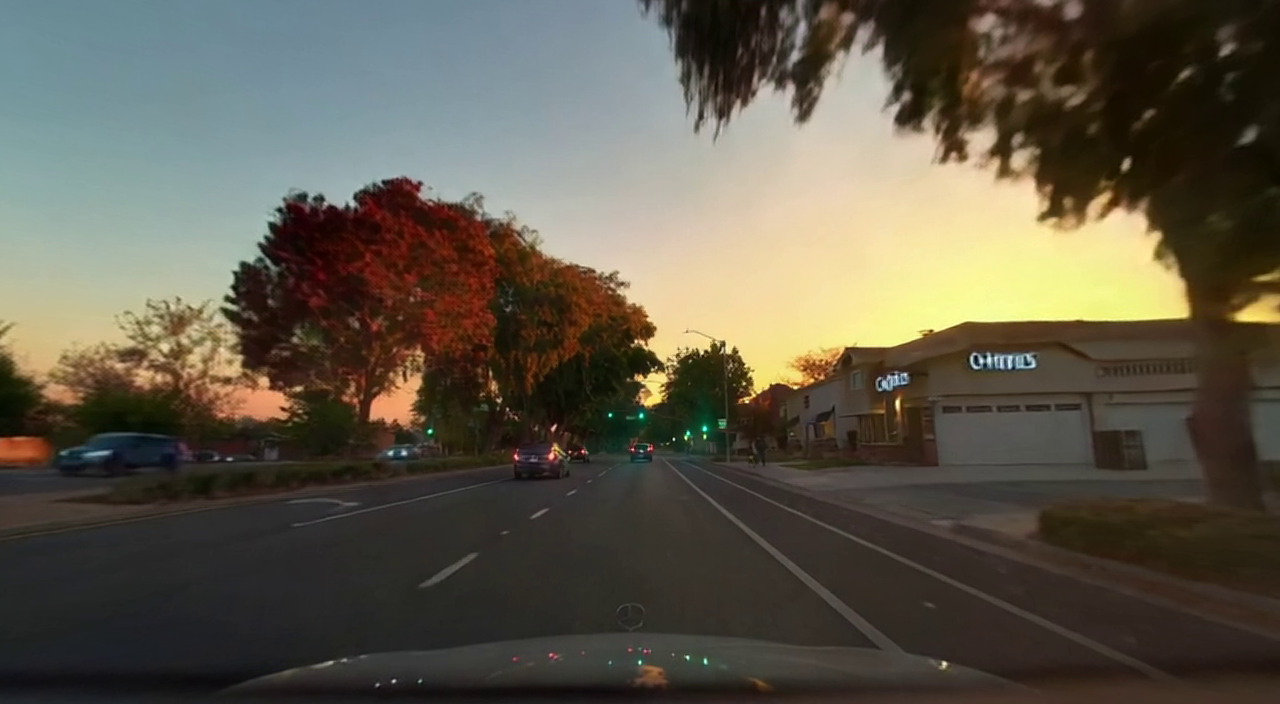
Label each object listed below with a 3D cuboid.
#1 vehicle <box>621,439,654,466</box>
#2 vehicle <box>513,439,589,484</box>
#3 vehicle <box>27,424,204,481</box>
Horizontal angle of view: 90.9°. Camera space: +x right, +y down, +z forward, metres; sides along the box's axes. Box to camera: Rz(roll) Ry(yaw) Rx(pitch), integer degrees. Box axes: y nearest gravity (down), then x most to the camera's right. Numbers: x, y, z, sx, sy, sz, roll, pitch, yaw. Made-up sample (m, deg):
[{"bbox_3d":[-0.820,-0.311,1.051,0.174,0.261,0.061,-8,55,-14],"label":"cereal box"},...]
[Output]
[{"bbox_3d":[-0.148,6.851,43.248,2.153,1.764,4.047,0,-8,0],"label":"vehicle"},{"bbox_3d":[-3.074,3.885,22.726,2.015,1.470,4.458,0,-8,1],"label":"vehicle"},{"bbox_3d":[-17.267,3.346,21.148,2.032,1.689,4.624,0,-8,-1],"label":"vehicle"}]
